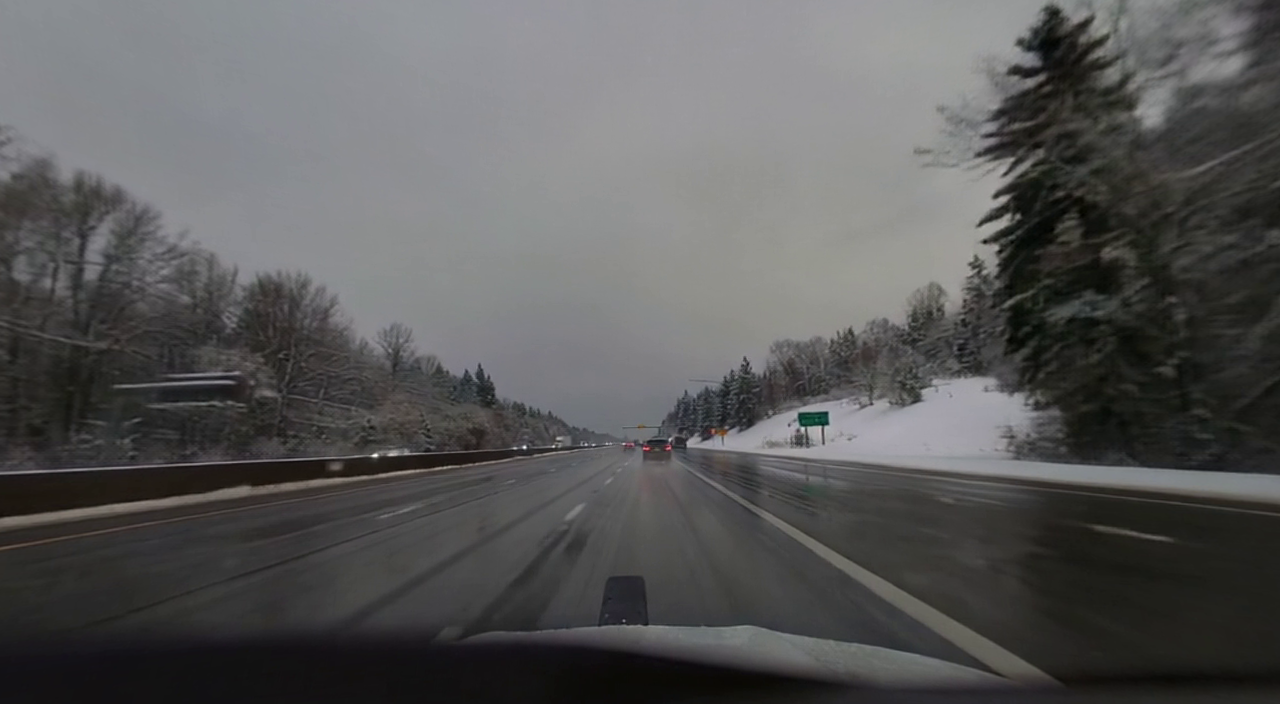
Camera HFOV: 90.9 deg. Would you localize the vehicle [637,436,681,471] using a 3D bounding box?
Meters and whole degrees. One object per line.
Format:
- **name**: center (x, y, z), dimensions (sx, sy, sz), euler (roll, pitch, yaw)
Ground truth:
- **vehicle**: center (0.965, 5.533, 34.665), dimensions (2.260, 1.766, 4.348), euler (0, -8, 0)
